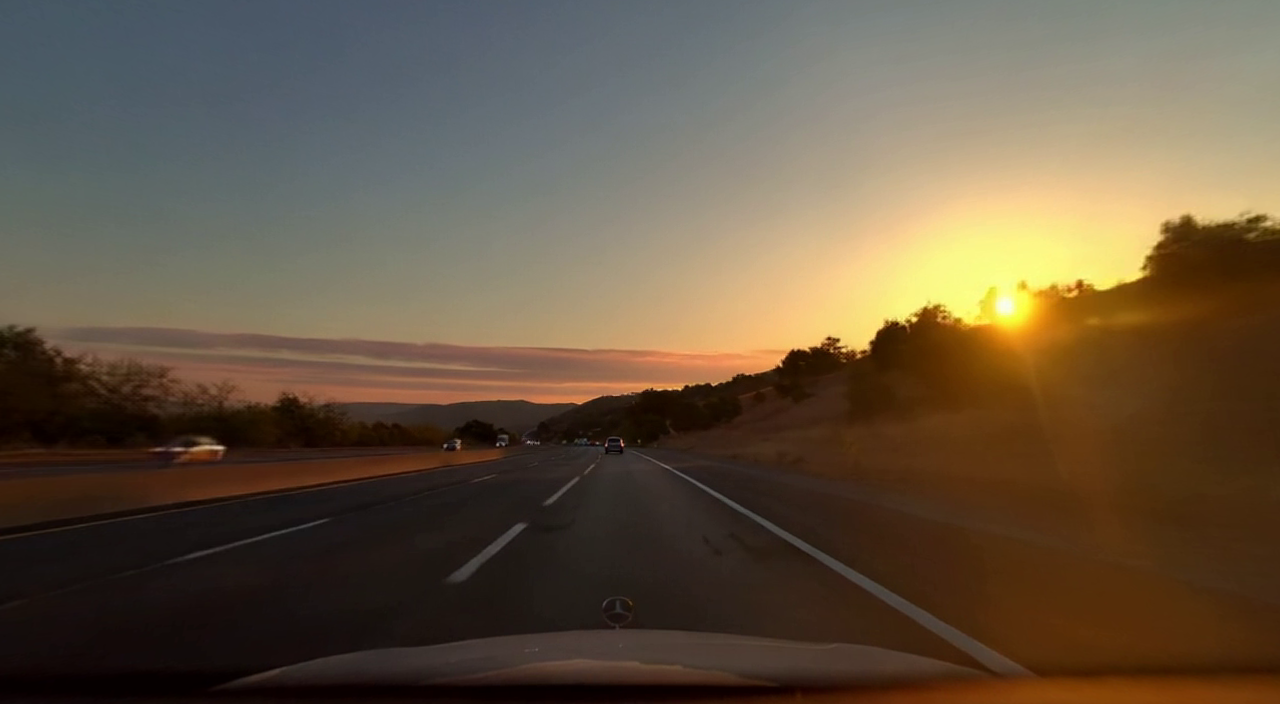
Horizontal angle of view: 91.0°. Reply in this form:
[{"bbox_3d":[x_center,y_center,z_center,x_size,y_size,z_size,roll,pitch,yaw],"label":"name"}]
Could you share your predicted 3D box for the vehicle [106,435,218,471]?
[{"bbox_3d":[-23.614,4.988,31.376,1.938,1.603,4.827,0,-8,-2],"label":"vehicle"}]
